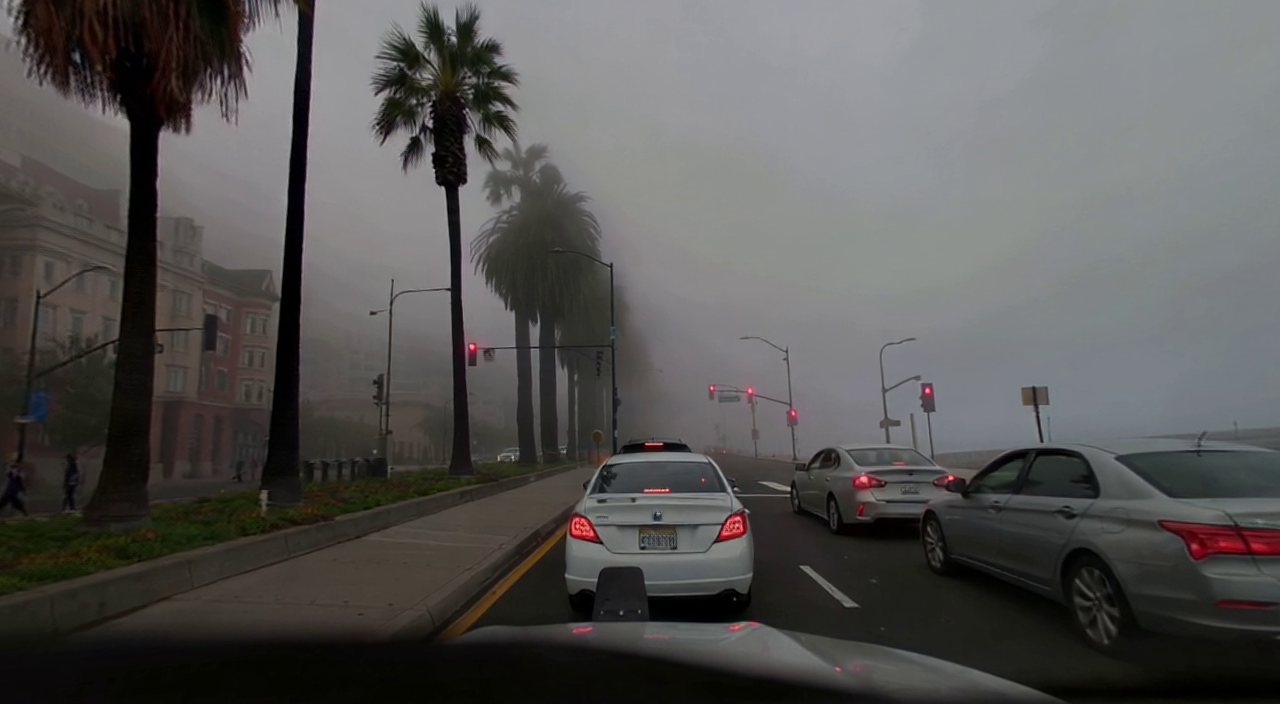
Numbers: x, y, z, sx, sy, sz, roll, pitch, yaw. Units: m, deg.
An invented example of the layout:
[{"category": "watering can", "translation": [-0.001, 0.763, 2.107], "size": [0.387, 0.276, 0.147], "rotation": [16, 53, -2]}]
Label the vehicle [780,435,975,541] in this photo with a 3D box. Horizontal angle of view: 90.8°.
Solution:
[{"category": "vehicle", "translation": [3.891, 2.288, 11.299], "size": [1.920, 1.490, 4.417], "rotation": [-1, -9, 3]}]

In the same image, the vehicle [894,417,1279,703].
[{"category": "vehicle", "translation": [3.914, 1.363, 5.078], "size": [1.913, 1.469, 4.425], "rotation": [0, -9, 1]}]

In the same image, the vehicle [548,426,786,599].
[{"category": "vehicle", "translation": [0.265, 1.697, 7.473], "size": [2.093, 1.503, 3.681], "rotation": [0, -9, 1]}]
